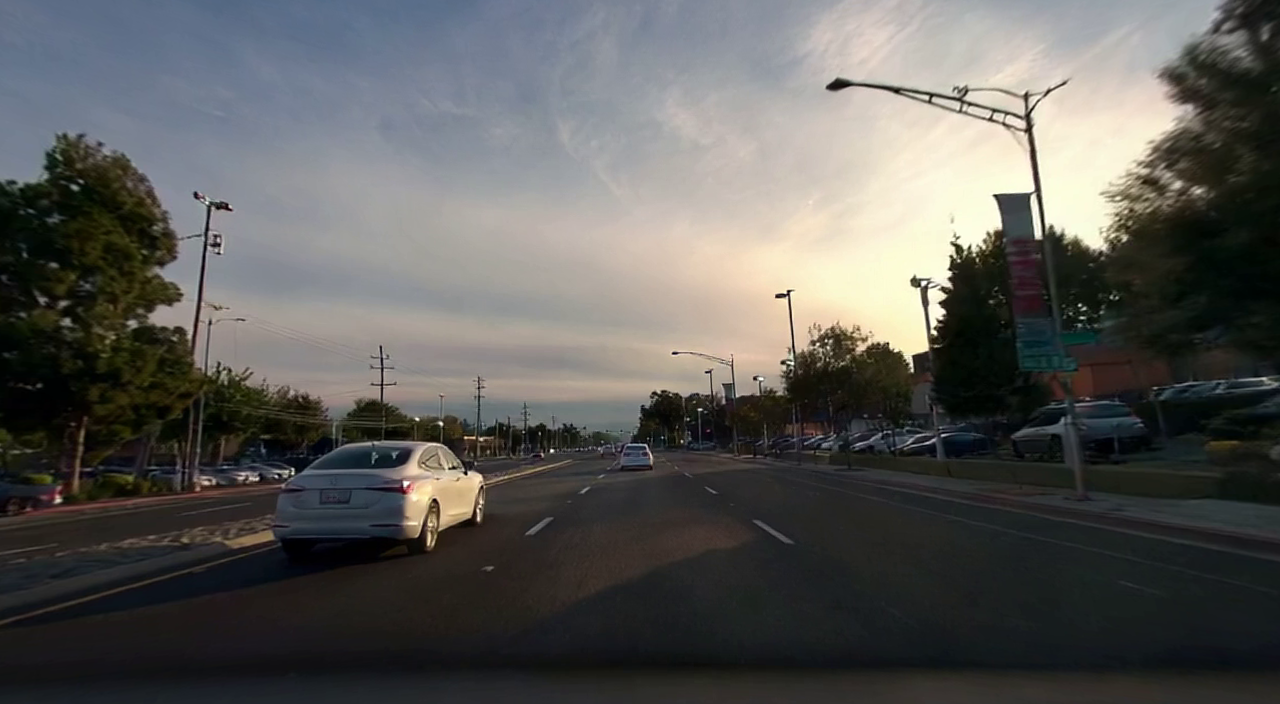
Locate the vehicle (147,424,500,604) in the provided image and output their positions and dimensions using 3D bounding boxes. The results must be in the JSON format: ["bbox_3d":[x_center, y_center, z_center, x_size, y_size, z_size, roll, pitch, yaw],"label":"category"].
[{"bbox_3d":[-3.154,1.690,7.524,1.939,1.496,4.309,0,-9,1],"label":"vehicle"}]

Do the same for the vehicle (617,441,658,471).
[{"bbox_3d":[-0.136,5.460,33.201,2.019,1.459,4.005,0,-9,-1],"label":"vehicle"}]

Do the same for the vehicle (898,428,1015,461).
[{"bbox_3d":[14.682,4.326,29.417,4.363,1.485,1.964,0,-9,1],"label":"vehicle"}]
